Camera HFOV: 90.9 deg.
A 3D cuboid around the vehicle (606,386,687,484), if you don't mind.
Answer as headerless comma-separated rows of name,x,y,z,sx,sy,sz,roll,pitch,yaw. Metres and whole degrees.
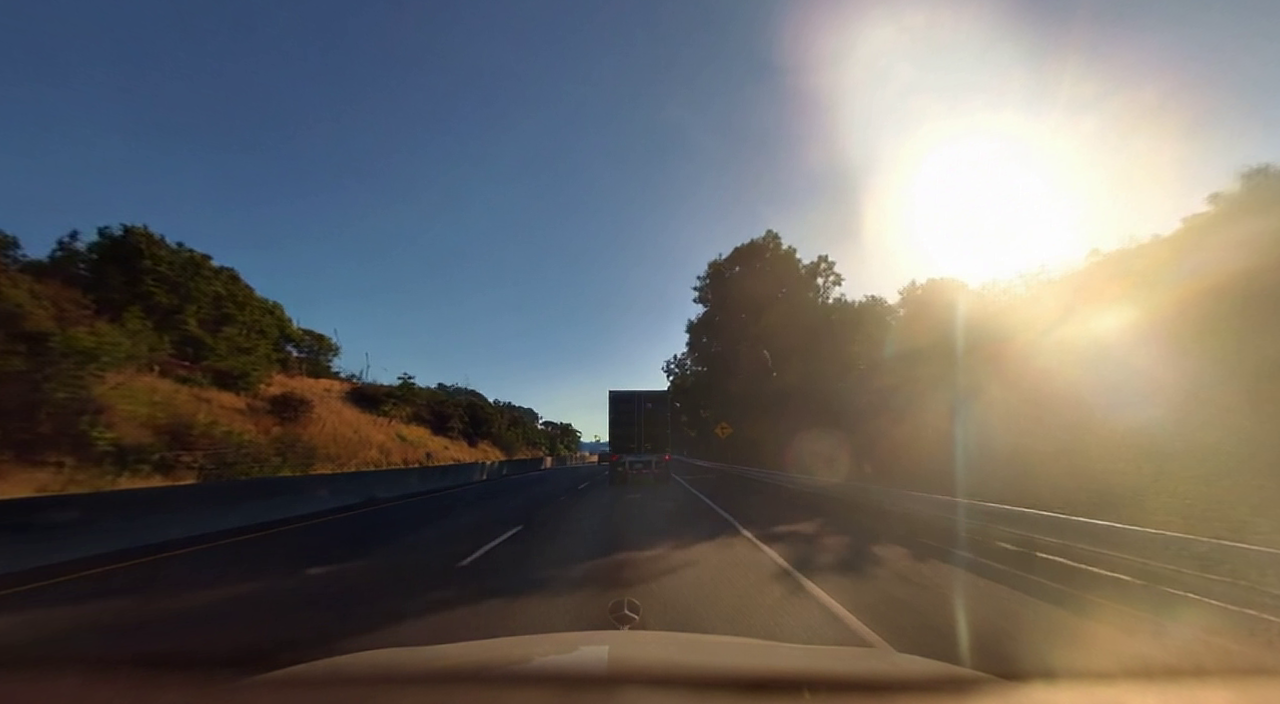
vehicle,0.095,3.672,27.243,2.913,3.530,8.648,0,-9,-2
